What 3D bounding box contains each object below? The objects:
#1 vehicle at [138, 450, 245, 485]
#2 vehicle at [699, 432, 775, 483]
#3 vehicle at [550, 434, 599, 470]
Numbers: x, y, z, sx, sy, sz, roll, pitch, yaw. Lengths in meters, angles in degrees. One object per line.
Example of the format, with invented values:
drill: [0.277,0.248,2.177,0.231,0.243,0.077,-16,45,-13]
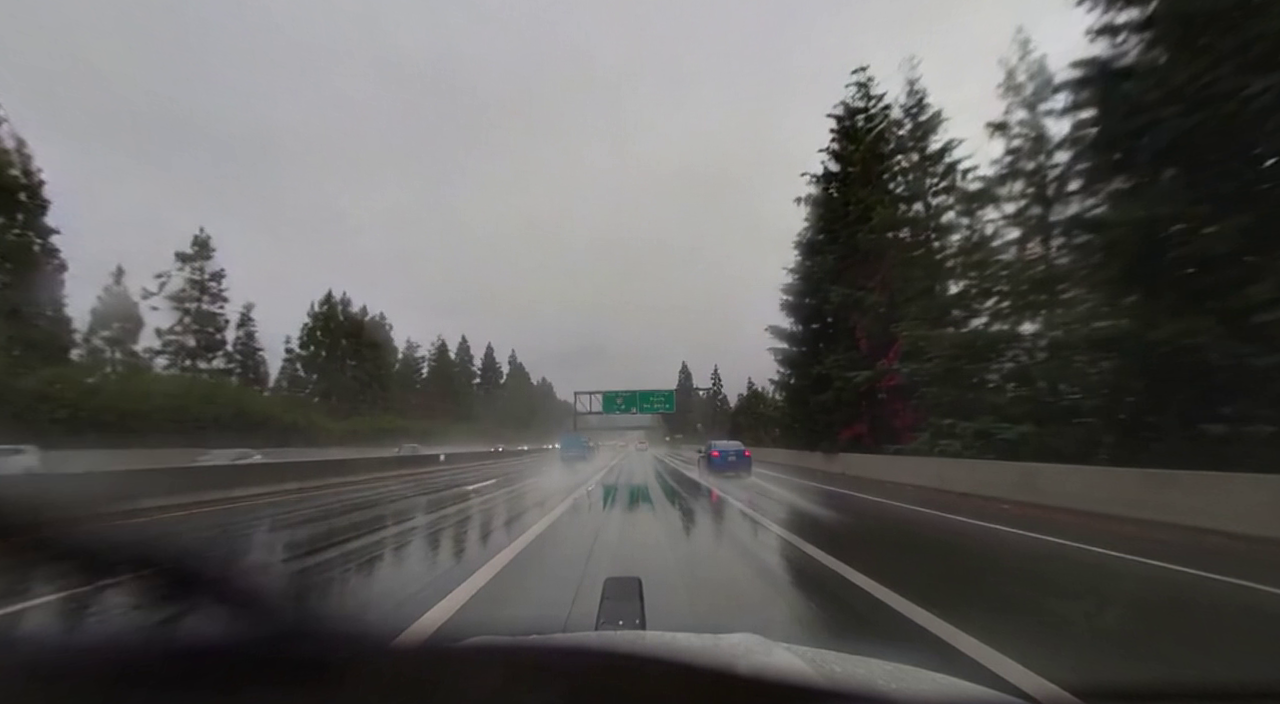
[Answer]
vehicle: [-20.717,5.327,29.457,1.792,1.445,4.345,0,-9,0]
vehicle: [3.443,3.863,23.339,2.053,1.714,4.097,0,-9,-1]
vehicle: [-3.441,5.402,34.208,2.173,1.793,4.564,0,-9,0]
